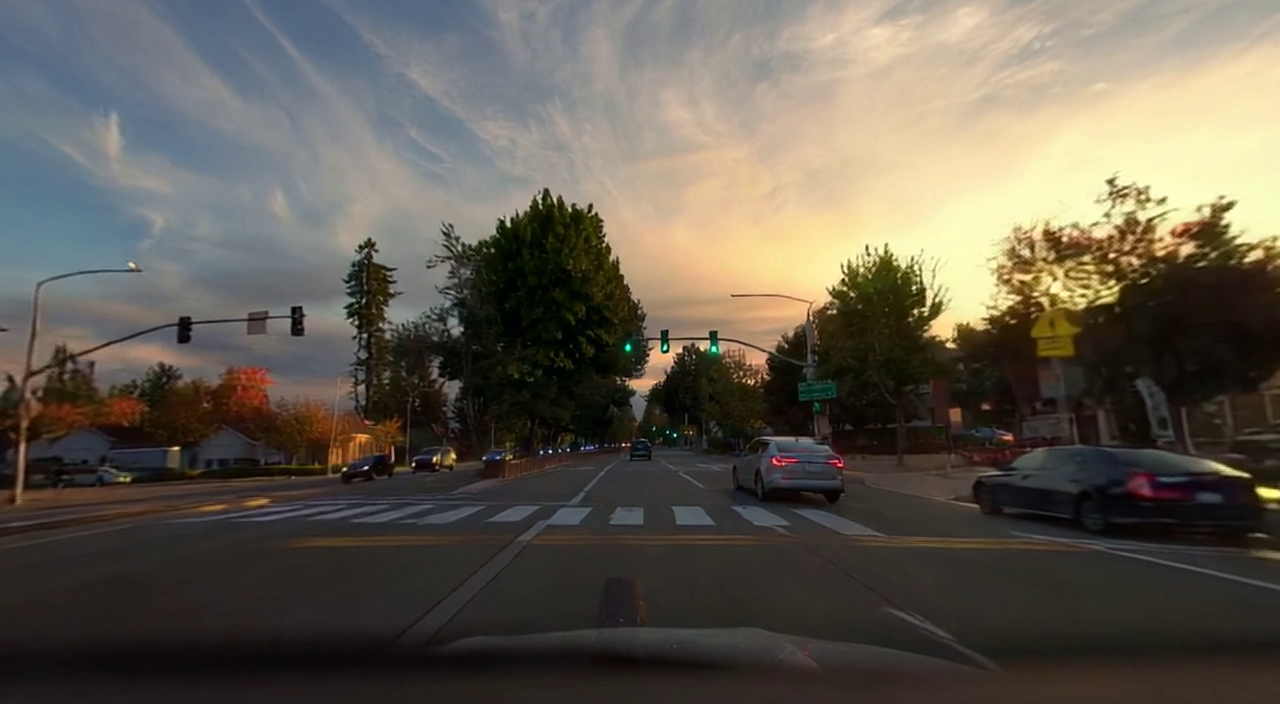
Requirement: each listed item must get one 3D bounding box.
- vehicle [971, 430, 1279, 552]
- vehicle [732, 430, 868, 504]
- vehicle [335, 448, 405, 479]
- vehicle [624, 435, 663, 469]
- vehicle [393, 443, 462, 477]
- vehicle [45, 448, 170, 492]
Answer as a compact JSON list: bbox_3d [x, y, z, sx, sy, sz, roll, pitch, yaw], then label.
[{"bbox_3d":[7.152,2.019,9.806,1.852,1.494,3.850,0,-9,0],"label":"vehicle"},{"bbox_3d":[3.693,2.756,15.498,2.178,1.546,4.311,0,-8,0],"label":"vehicle"},{"bbox_3d":[-15.825,6.538,37.207,2.028,1.680,4.415,0,-9,2],"label":"vehicle"},{"bbox_3d":[0.167,6.005,37.985,2.239,1.856,4.815,0,-8,-1],"label":"vehicle"},{"bbox_3d":[-11.933,6.060,35.700,2.092,1.790,4.960,0,-9,1],"label":"vehicle"},{"bbox_3d":[-35.235,7.762,41.807,5.947,2.769,2.763,-1,-9,6],"label":"vehicle"}]
